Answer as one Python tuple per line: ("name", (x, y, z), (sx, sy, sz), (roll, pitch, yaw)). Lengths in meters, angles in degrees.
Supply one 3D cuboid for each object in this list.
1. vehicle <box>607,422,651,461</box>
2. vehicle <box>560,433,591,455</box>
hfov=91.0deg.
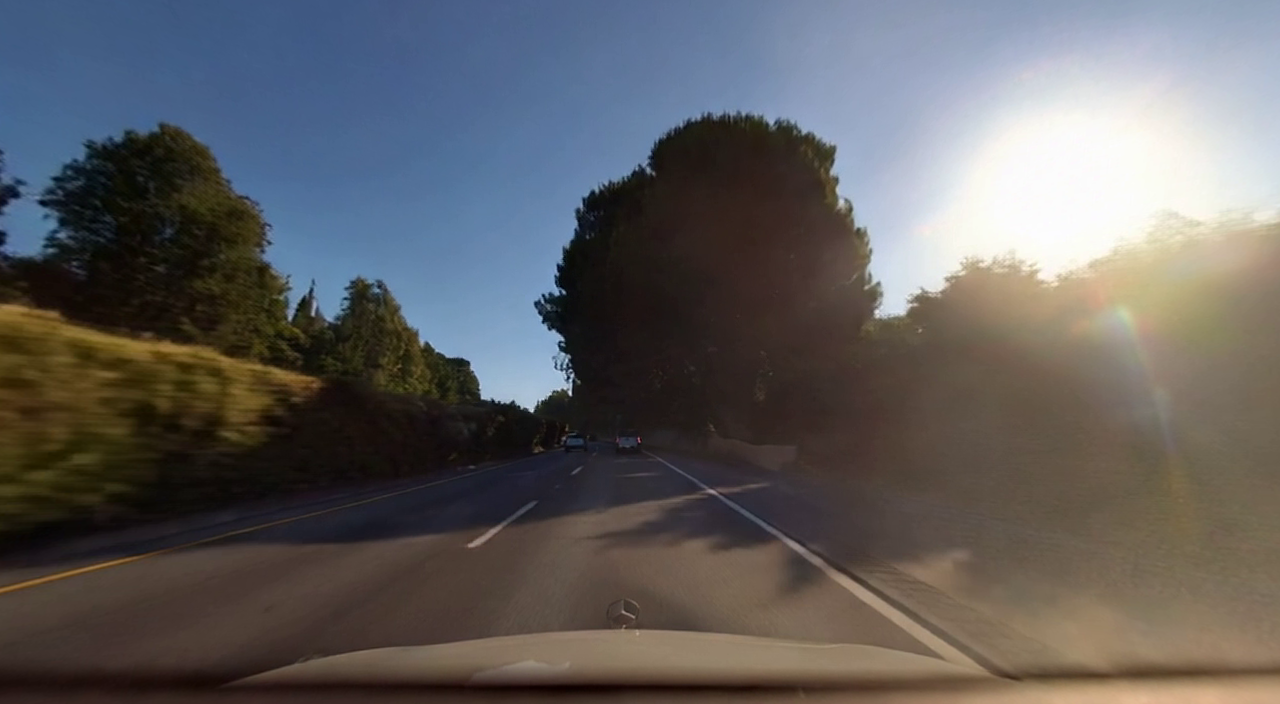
("vehicle", (-0.623, 4.869, 34.360), (2.223, 1.957, 4.416), (0, -8, -1))
("vehicle", (-4.853, 6.954, 47.864), (2.062, 1.567, 4.117), (0, -8, -1))
